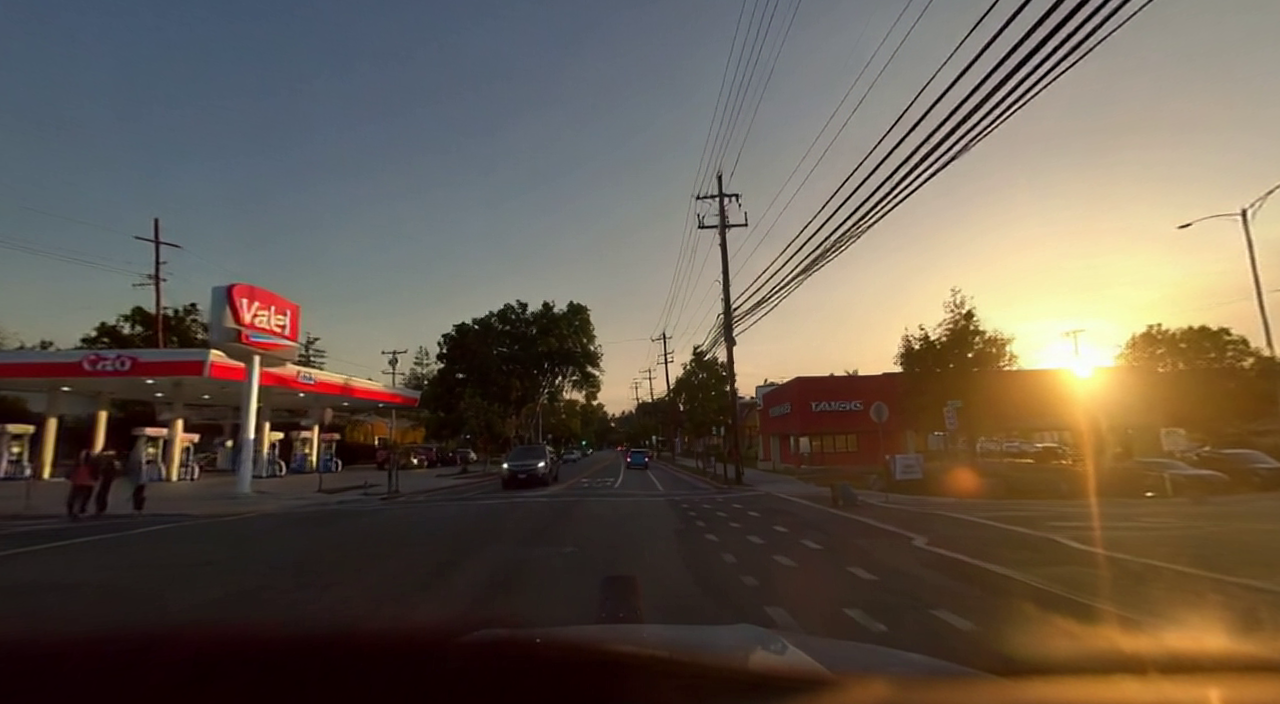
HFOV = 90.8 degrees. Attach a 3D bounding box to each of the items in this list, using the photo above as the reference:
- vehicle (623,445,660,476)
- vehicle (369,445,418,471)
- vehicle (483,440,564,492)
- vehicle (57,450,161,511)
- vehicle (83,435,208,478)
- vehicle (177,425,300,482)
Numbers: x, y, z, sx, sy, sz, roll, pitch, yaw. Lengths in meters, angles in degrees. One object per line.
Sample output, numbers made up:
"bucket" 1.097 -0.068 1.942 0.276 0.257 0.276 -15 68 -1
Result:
"vehicle" 0.022 6.224 36.473 2.000 1.663 4.271 0 -9 -2
"vehicle" -17.608 7.571 45.386 1.890 1.761 4.578 1 -9 -4
"vehicle" -4.506 4.483 25.262 2.274 1.844 4.843 0 -9 0
"vehicle" -15.635 3.634 18.497 1.928 1.487 5.116 8 -12 -42
"vehicle" -20.097 4.336 25.964 1.913 1.591 4.374 2 -10 -6
"vehicle" -17.728 4.514 28.236 2.499 2.309 4.613 0 -9 -2
